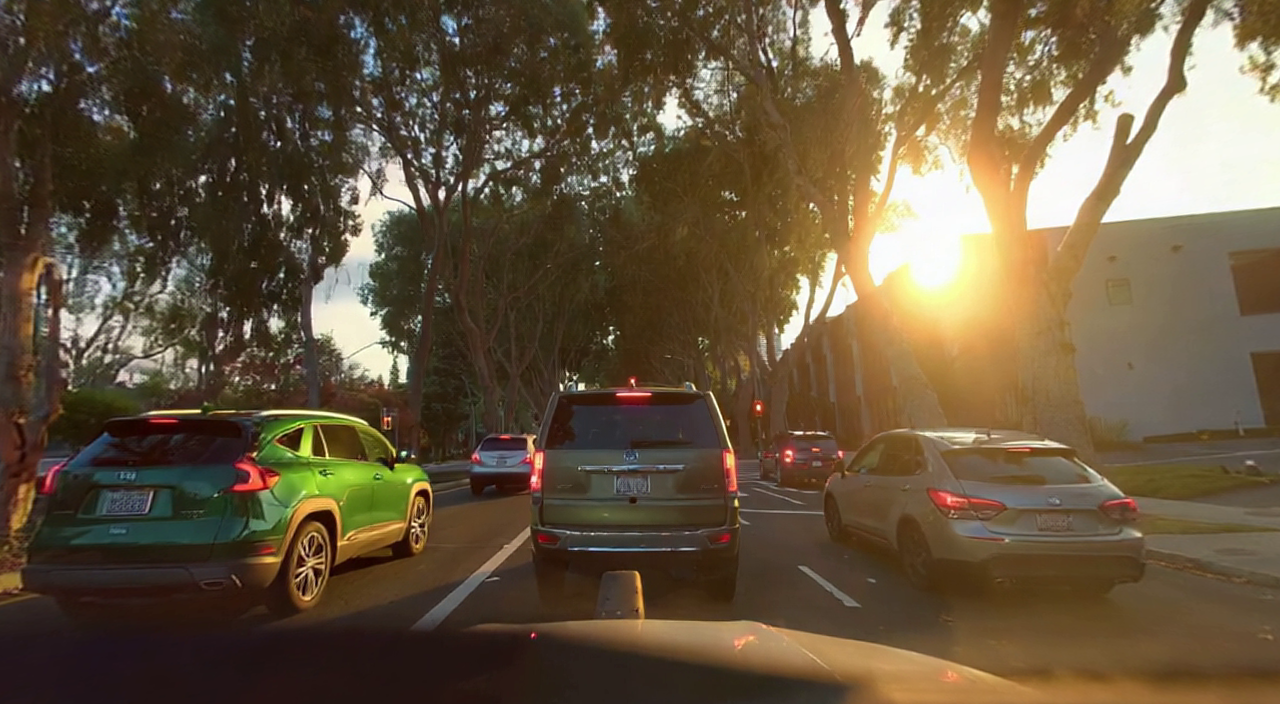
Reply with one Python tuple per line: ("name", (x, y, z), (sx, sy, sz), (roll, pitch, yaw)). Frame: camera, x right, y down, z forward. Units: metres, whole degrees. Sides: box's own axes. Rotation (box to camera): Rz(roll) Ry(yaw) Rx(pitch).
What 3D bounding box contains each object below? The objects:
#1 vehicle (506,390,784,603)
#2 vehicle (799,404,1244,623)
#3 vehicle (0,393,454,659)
("vehicle", (0.024, 1.484, 7.249), (2.294, 1.761, 3.857), (0, -9, -1))
("vehicle", (3.472, 1.551, 7.047), (2.202, 1.657, 4.298), (0, -9, -1))
("vehicle", (-3.369, 1.377, 6.017), (1.961, 1.639, 4.064), (0, -9, 0))
